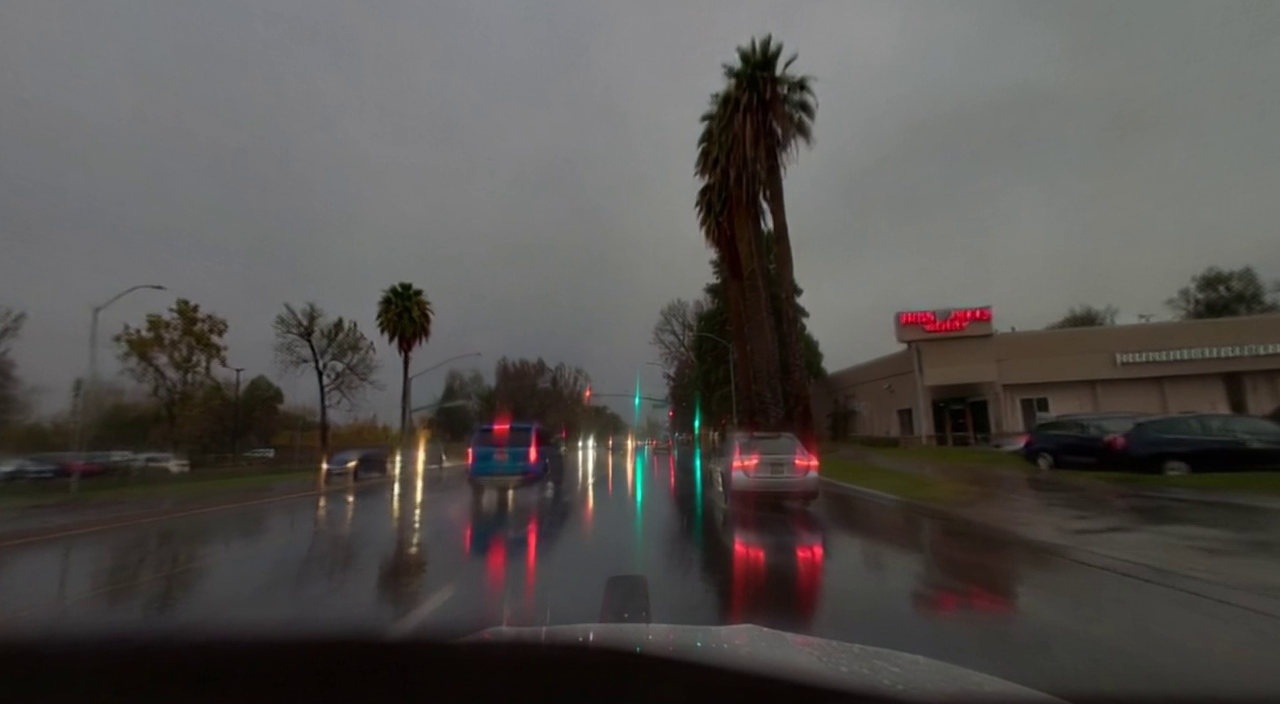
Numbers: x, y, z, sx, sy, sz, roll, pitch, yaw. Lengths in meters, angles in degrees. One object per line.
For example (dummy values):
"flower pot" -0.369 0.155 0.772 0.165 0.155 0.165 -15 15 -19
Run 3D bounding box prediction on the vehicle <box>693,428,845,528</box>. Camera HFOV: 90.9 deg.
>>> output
"vehicle" 2.117 2.227 11.715 1.919 1.472 4.470 0 -9 0

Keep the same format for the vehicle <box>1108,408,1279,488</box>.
"vehicle" 11.708 1.857 12.201 1.874 1.386 3.745 6 -11 -35

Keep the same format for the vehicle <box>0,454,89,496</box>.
"vehicle" -26.820 5.221 26.970 4.667 1.680 2.082 7 -11 -39

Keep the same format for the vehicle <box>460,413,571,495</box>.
"vehicle" -3.305 2.867 17.823 2.152 1.987 4.527 0 -9 1

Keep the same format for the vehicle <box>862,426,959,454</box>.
"vehicle" 15.138 4.994 35.522 4.680 1.506 2.017 -3 -9 14

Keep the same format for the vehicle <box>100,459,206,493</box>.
"vehicle" -26.664 6.743 34.583 4.343 1.452 2.097 4 -11 -44
